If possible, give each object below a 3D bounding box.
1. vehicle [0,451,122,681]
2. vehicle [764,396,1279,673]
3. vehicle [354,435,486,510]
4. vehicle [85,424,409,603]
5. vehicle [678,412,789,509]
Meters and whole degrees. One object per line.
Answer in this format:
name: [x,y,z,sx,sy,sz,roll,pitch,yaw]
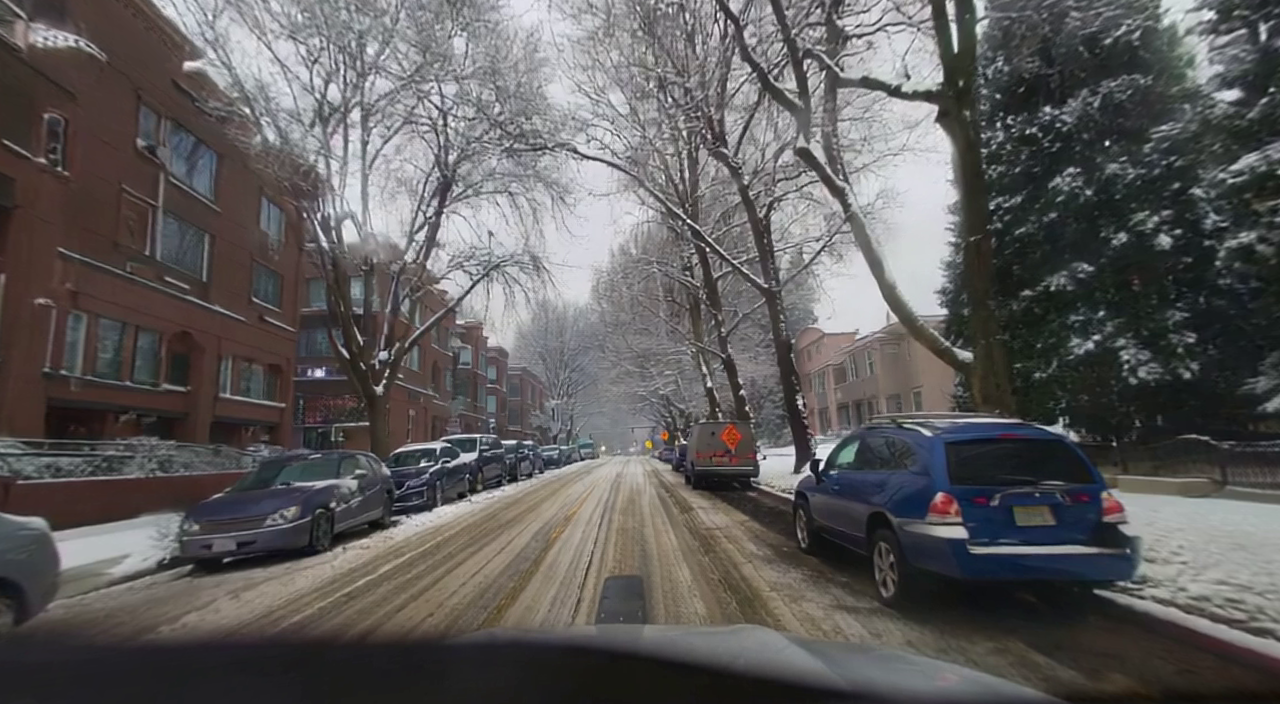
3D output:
vehicle: [-5.147,1.208,2.628,2.014,1.452,4.721,-2,-8,0]
vehicle: [2.824,1.477,6.452,2.031,1.655,5.148,0,-8,0]
vehicle: [-5.690,3.145,17.052,1.838,1.725,4.660,0,-8,0]
vehicle: [-5.677,2.235,10.147,2.101,1.646,5.001,-2,-1,-1]
vehicle: [2.555,3.043,18.865,2.259,2.119,5.281,-1,-2,-3]
